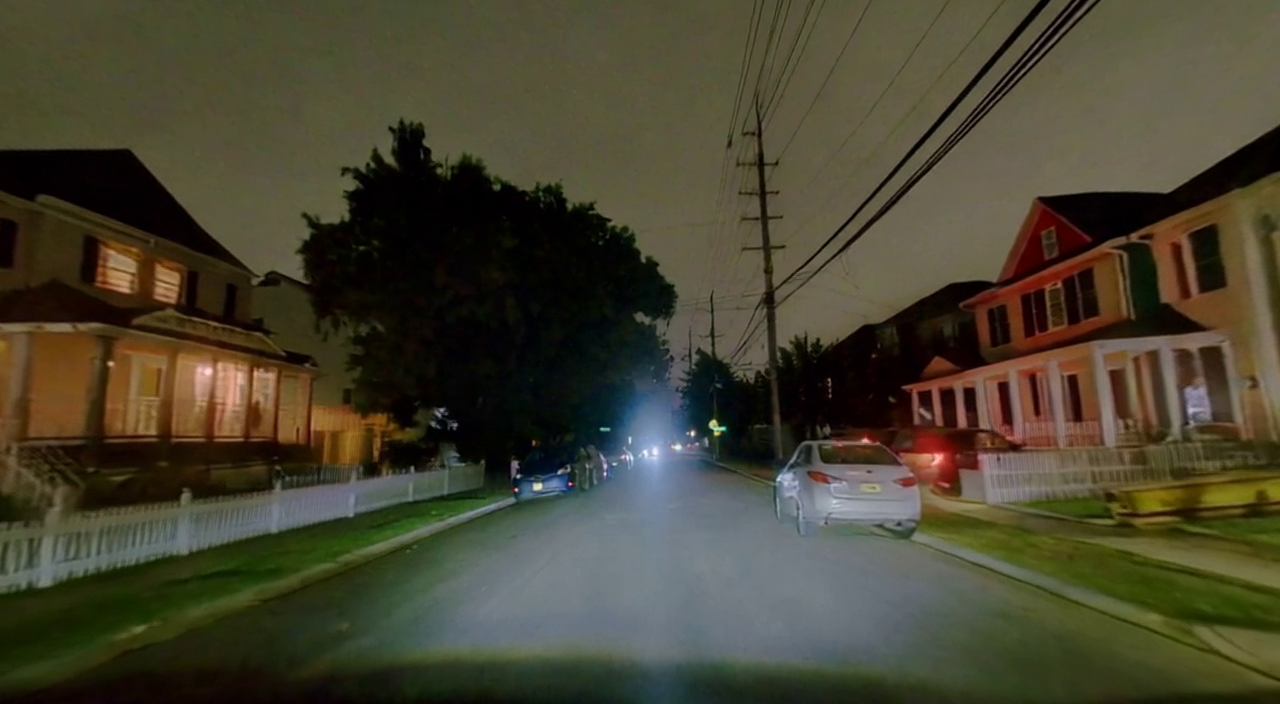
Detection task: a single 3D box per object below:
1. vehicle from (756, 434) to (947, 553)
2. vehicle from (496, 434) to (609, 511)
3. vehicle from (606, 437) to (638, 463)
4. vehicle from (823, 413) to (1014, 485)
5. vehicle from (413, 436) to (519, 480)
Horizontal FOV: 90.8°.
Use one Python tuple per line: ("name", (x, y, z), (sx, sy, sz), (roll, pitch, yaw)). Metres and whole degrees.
("vehicle", (3.467, 2.333, 11.448), (2.043, 1.631, 4.613), (0, -7, 2))
("vehicle", (-2.366, 3.394, 18.528), (2.204, 1.655, 4.813), (-8, -8, 3))
("vehicle", (-1.312, 7.466, 48.412), (2.082, 1.759, 4.541), (-2, -7, 3))
("vehicle", (9.073, 3.196, 21.015), (5.274, 2.170, 2.205), (1, -8, 1))
("vehicle", (-7.776, 4.738, 28.501), (4.088, 1.779, 2.109), (0, -7, 5))
